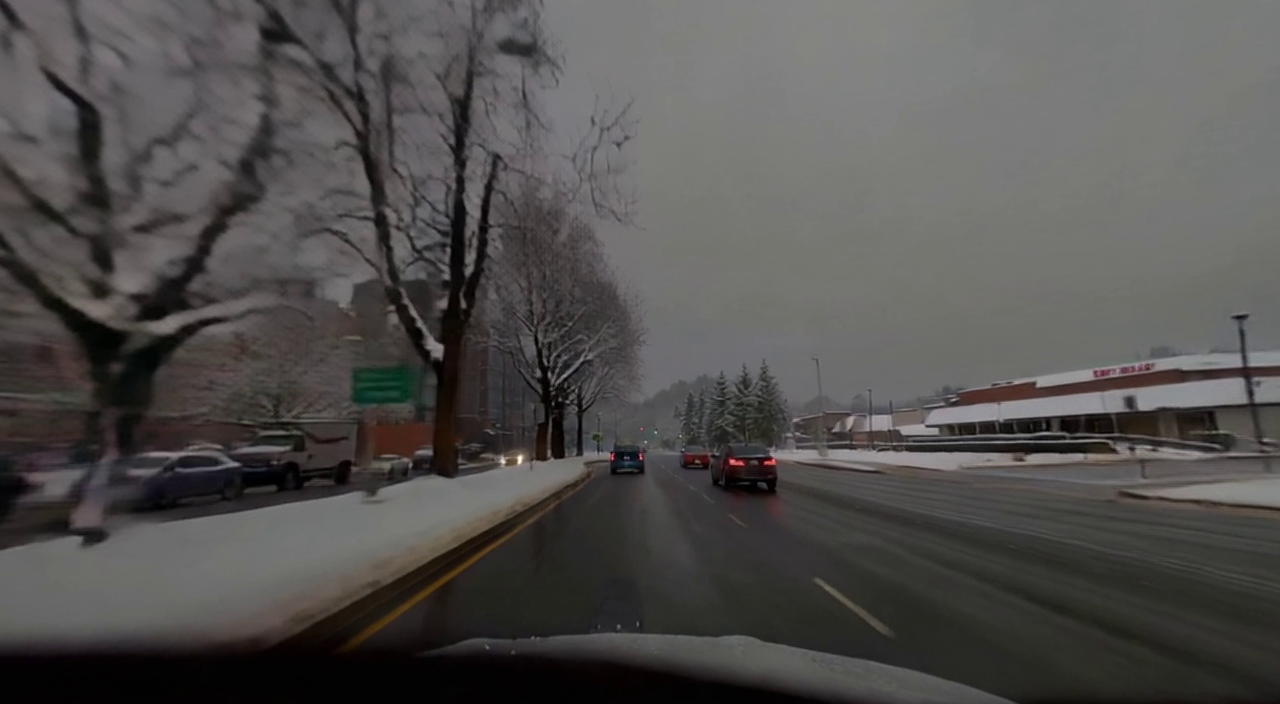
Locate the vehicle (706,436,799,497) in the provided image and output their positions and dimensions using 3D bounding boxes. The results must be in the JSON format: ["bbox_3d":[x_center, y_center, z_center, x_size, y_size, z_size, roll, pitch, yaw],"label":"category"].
[{"bbox_3d":[3.049,3.197,17.961,1.852,1.498,3.825,0,-9,-1],"label":"vehicle"}]

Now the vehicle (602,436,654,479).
[{"bbox_3d":[-0.499,4.587,27.700,2.101,1.694,3.979,0,-9,0],"label":"vehicle"}]

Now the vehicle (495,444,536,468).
[{"bbox_3d":[-8.689,7.258,44.349,1.849,1.506,4.060,-1,-8,3],"label":"vehicle"}]

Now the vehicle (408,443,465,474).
[{"bbox_3d":[-12.443,6.519,38.941,2.002,1.686,4.477,-1,-8,0],"label":"vehicle"}]

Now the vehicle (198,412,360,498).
[{"bbox_3d":[-12.379,3.549,22.339,2.263,2.542,5.913,-2,-8,0],"label":"vehicle"}]

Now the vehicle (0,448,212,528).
[{"bbox_3d":[-12.235,2.938,14.345,1.923,1.502,4.422,0,-9,0],"label":"vehicle"}]

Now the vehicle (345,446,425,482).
[{"bbox_3d":[-12.154,5.315,30.431,2.048,1.470,4.514,-2,-8,-1],"label":"vehicle"}]
